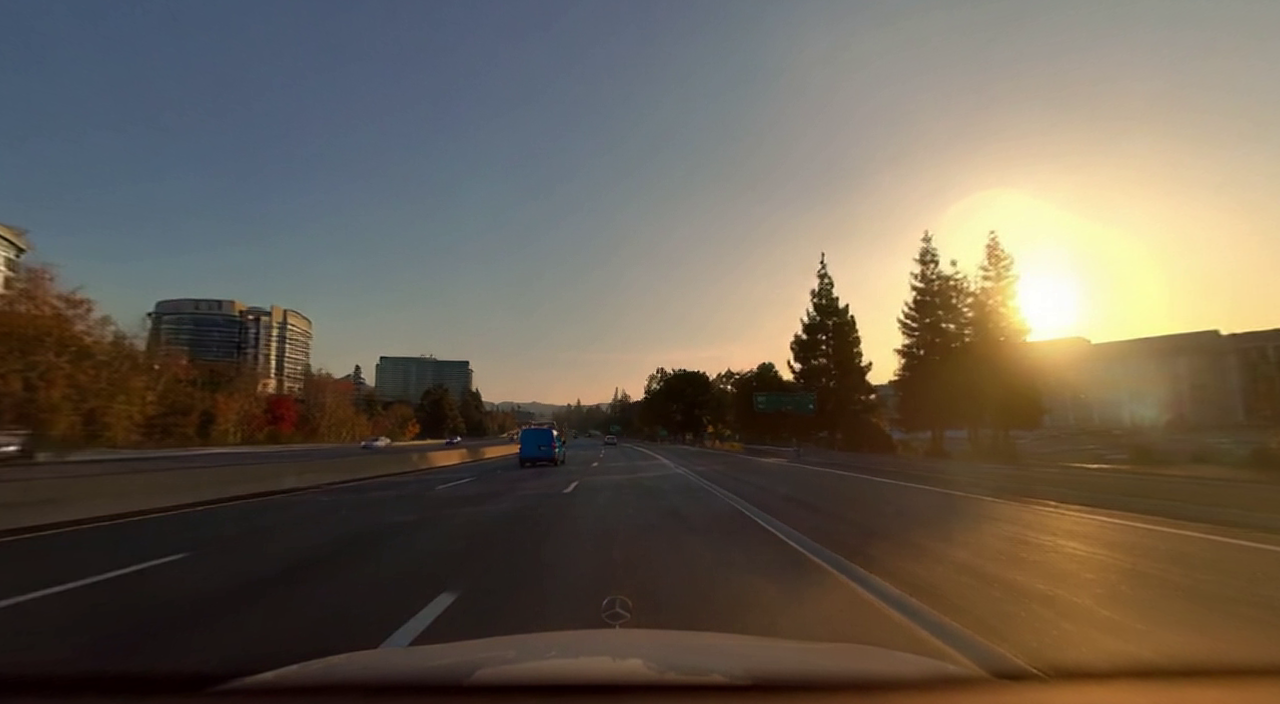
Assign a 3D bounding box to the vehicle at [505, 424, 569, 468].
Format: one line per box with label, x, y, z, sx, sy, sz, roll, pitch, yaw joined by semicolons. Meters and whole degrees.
vehicle;-4.580;4.254;28.738;2.219;1.827;4.738;0;-8;-1
